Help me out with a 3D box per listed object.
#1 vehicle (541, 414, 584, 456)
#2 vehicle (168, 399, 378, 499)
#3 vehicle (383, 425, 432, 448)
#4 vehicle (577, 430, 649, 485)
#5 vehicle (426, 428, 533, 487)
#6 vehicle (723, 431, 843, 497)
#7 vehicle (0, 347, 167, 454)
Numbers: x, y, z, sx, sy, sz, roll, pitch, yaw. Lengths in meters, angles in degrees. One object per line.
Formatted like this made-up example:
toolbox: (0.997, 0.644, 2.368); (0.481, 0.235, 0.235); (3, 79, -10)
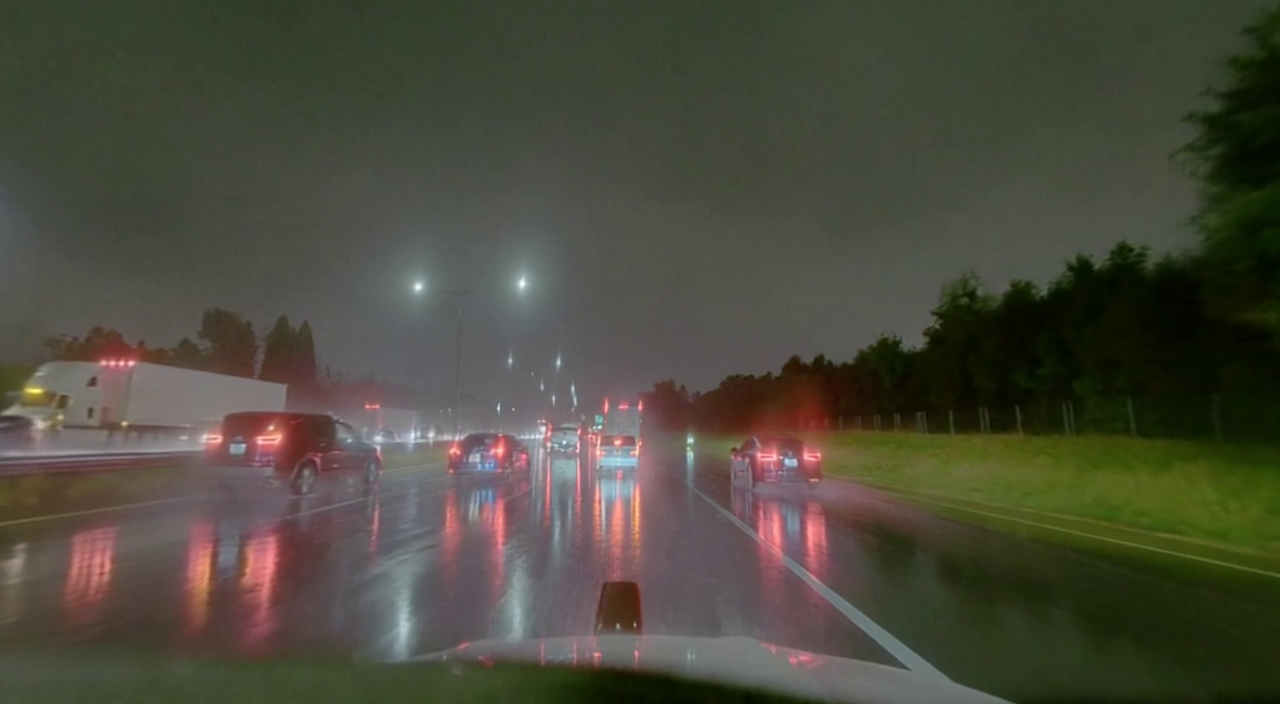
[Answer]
vehicle: (-5.093, 5.581, 42.284); (2.303, 2.610, 6.579); (0, -8, -3)
vehicle: (-8.211, 2.226, 14.759); (2.158, 1.943, 4.662); (0, -8, -1)
vehicle: (-16.096, 5.886, 43.765); (1.885, 1.496, 4.446); (0, -8, -3)
vehicle: (-0.790, 3.150, 19.184); (1.980, 1.478, 3.758); (0, -8, -1)
vehicle: (-4.502, 3.021, 18.392); (2.046, 1.493, 4.384); (0, -8, -1)
vehicle: (3.574, 2.862, 16.650); (1.981, 1.474, 4.396); (0, -8, -2)
vehicle: (-23.135, 2.114, 25.918); (2.975, 3.953, 5.356); (1, -8, -2)
